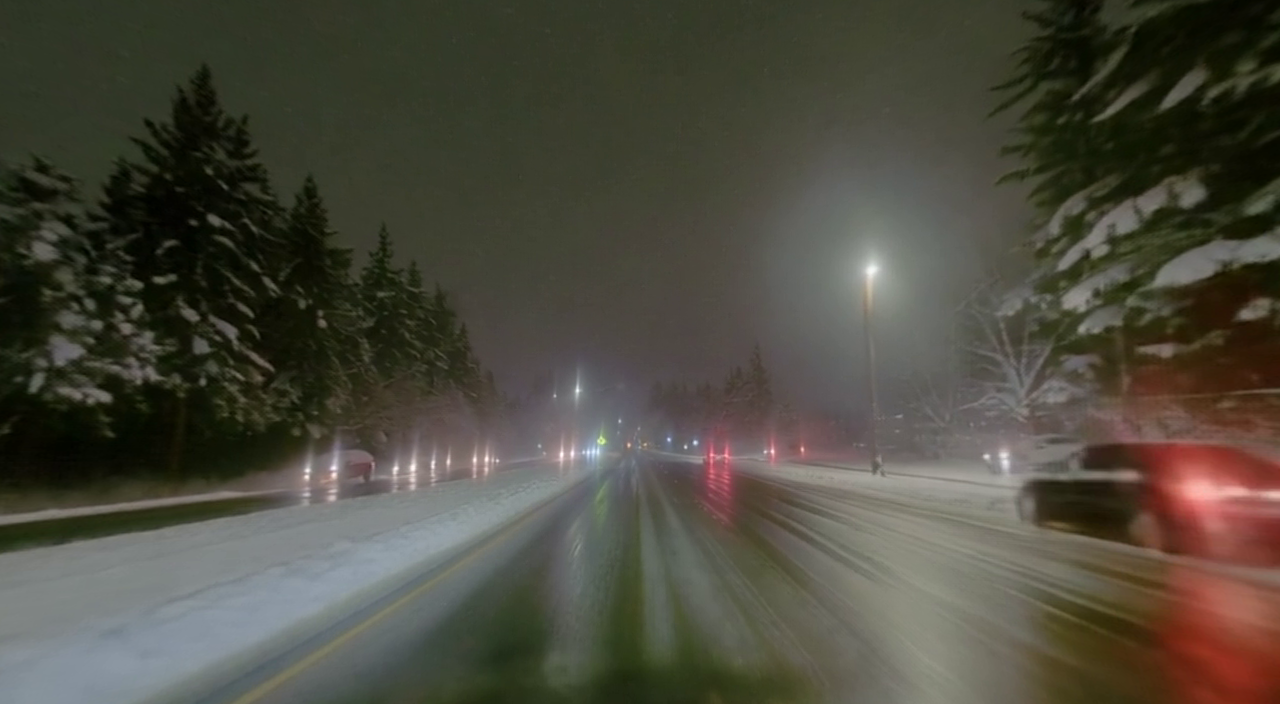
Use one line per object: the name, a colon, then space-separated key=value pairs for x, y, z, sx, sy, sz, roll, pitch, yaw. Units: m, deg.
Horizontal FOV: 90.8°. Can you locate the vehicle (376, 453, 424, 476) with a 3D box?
vehicle: x=-17.928 y=8.400 z=47.405 sx=1.851 sy=1.563 sz=4.336 roll=0 pitch=-9 yaw=0

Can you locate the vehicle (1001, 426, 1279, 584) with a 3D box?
vehicle: x=7.245 y=1.872 z=8.634 sx=1.838 sy=1.554 sz=4.607 roll=0 pitch=-9 yaw=-1

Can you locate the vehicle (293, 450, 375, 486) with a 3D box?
vehicle: x=-17.761 y=6.708 z=37.043 sx=1.999 sy=1.875 sz=5.842 roll=0 pitch=-8 yaw=-1
